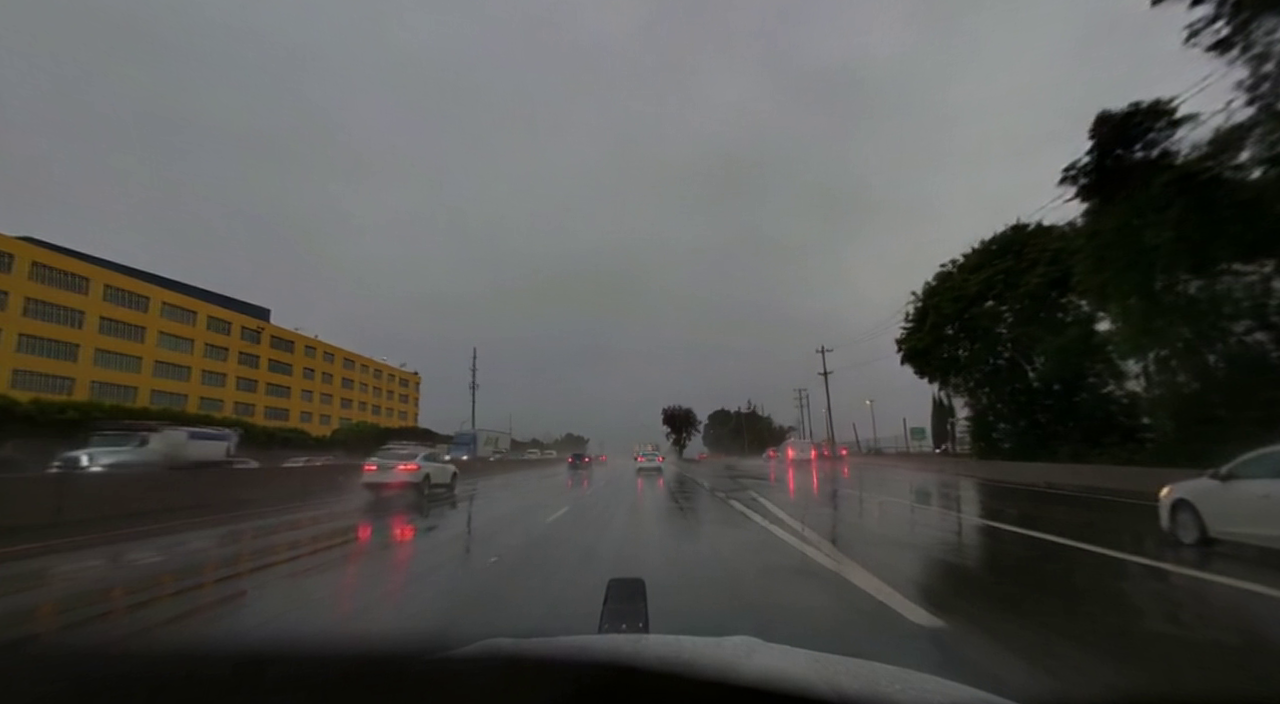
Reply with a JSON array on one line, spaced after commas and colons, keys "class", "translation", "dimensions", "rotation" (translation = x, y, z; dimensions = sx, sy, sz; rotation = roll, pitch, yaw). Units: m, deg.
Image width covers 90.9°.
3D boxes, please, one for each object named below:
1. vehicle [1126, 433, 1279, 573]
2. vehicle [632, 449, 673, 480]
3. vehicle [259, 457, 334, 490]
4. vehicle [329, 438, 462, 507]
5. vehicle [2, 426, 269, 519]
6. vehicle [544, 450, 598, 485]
[{"class": "vehicle", "translation": [7.816, 1.595, 6.656], "dimensions": [1.966, 1.484, 4.610], "rotation": [-1, -9, 5]}, {"class": "vehicle", "translation": [0.663, 6.178, 34.792], "dimensions": [2.107, 1.538, 3.999], "rotation": [-1, -8, 1]}, {"class": "vehicle", "translation": [-20.074, 7.088, 37.119], "dimensions": [1.853, 1.671, 4.525], "rotation": [-1, -8, 1]}, {"class": "vehicle", "translation": [-7.262, 3.600, 19.414], "dimensions": [2.106, 1.827, 4.814], "rotation": [-1, -8, 1]}, {"class": "vehicle", "translation": [-12.698, 3.057, 16.681], "dimensions": [2.133, 1.970, 5.950], "rotation": [-1, -8, 0]}, {"class": "vehicle", "translation": [-3.344, 5.668, 31.337], "dimensions": [2.059, 1.508, 4.662], "rotation": [-1, -8, 1]}]
